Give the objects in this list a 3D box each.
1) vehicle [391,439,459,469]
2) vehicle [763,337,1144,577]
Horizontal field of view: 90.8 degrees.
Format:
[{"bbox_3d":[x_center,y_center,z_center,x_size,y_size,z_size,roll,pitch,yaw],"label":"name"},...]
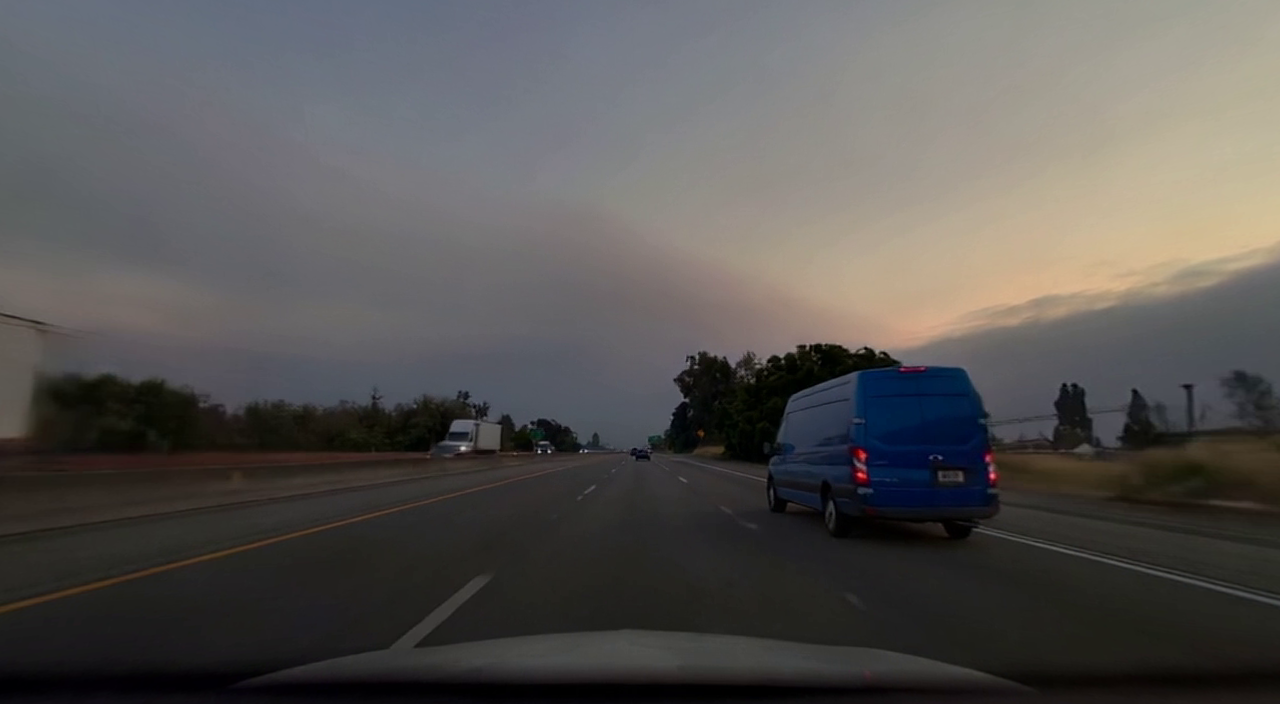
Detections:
[{"bbox_3d":[-11.453,5.476,33.930,2.166,1.484,4.185,0,-9,0],"label":"vehicle"},{"bbox_3d":[3.939,1.590,10.013,2.552,2.524,6.630,0,-9,0],"label":"vehicle"}]
